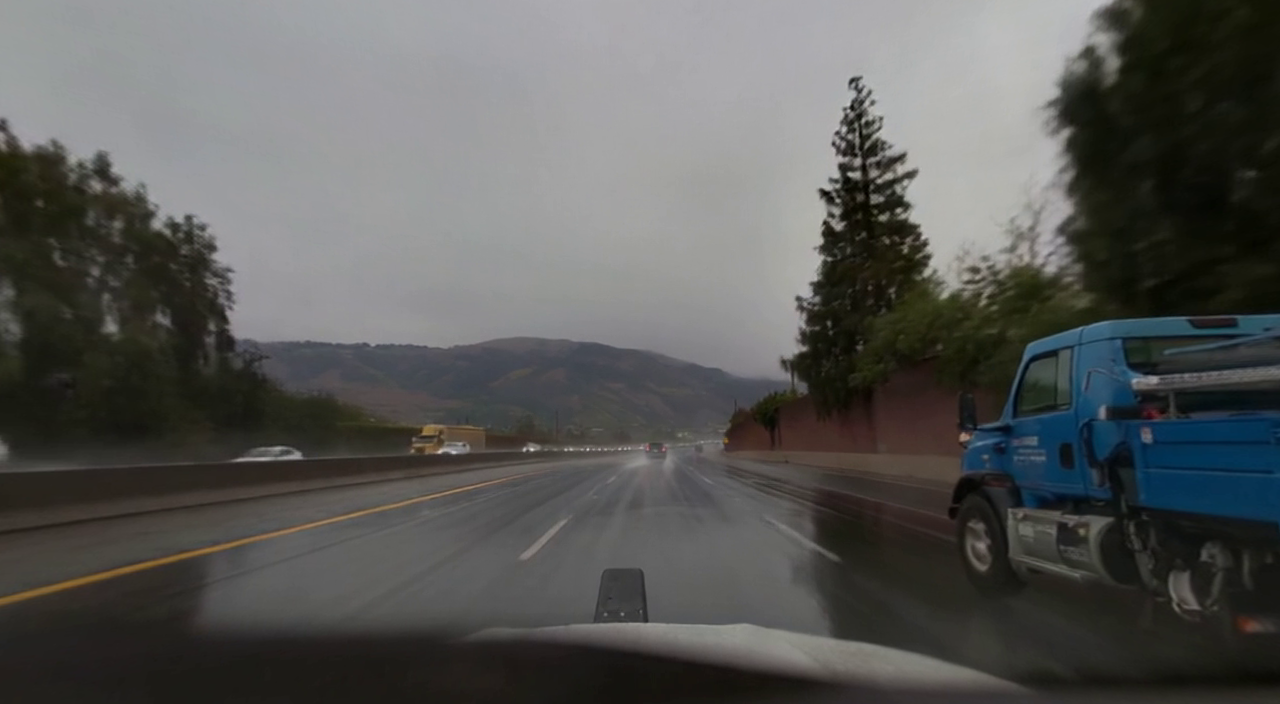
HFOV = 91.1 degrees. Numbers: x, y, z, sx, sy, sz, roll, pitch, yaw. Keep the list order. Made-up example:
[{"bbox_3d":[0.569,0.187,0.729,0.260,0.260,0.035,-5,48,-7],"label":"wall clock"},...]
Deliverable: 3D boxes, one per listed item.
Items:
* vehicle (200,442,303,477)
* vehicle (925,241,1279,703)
[{"bbox_3d":[-18.017,4.988,29.421,1.858,1.470,4.539,0,-8,2],"label":"vehicle"},{"bbox_3d":[3.867,0.643,2.331,2.538,2.228,6.370,0,-8,-1],"label":"vehicle"}]
